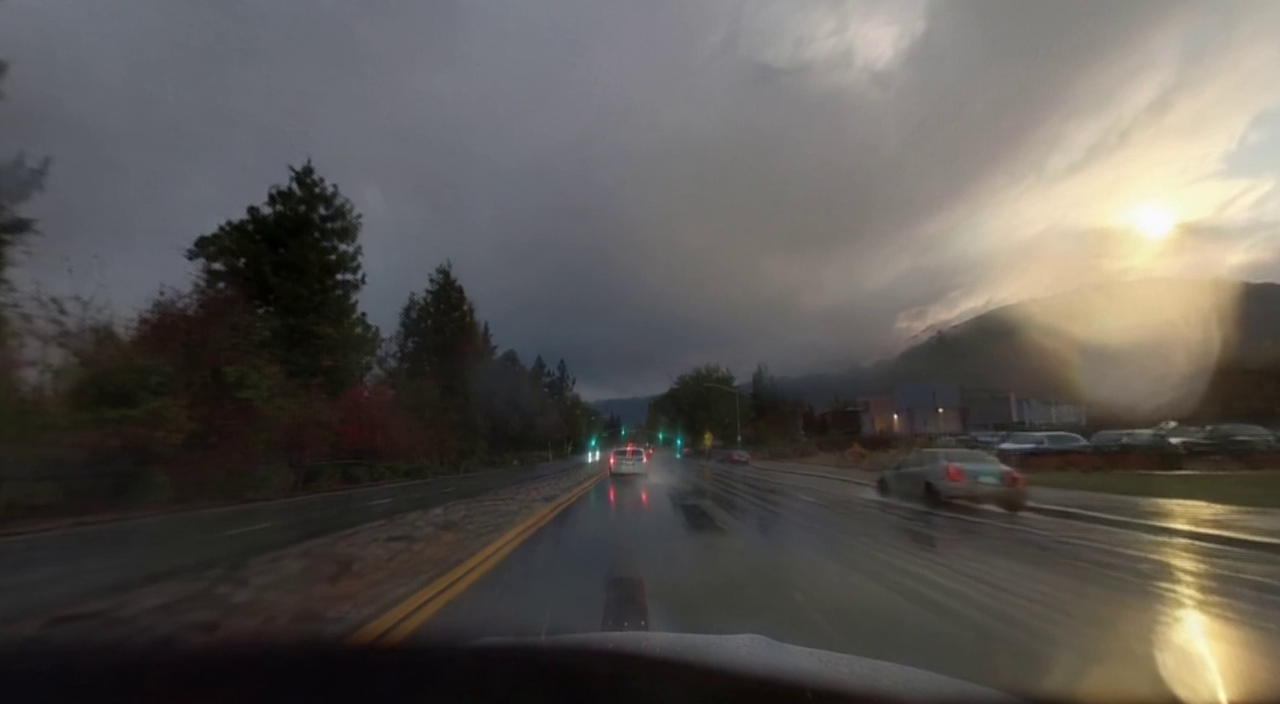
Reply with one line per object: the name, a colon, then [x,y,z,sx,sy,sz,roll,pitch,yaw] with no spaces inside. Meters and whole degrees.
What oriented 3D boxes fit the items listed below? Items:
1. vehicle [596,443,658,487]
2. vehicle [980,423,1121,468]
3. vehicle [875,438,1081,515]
vehicle: [-0.467,4.188,23.640,2.099,1.470,4.302,0,-9,0]
vehicle: [17.652,4.008,27.183,5.100,1.770,2.269,2,-9,-18]
vehicle: [7.558,2.814,14.846,2.131,1.474,4.752,0,-9,-1]
